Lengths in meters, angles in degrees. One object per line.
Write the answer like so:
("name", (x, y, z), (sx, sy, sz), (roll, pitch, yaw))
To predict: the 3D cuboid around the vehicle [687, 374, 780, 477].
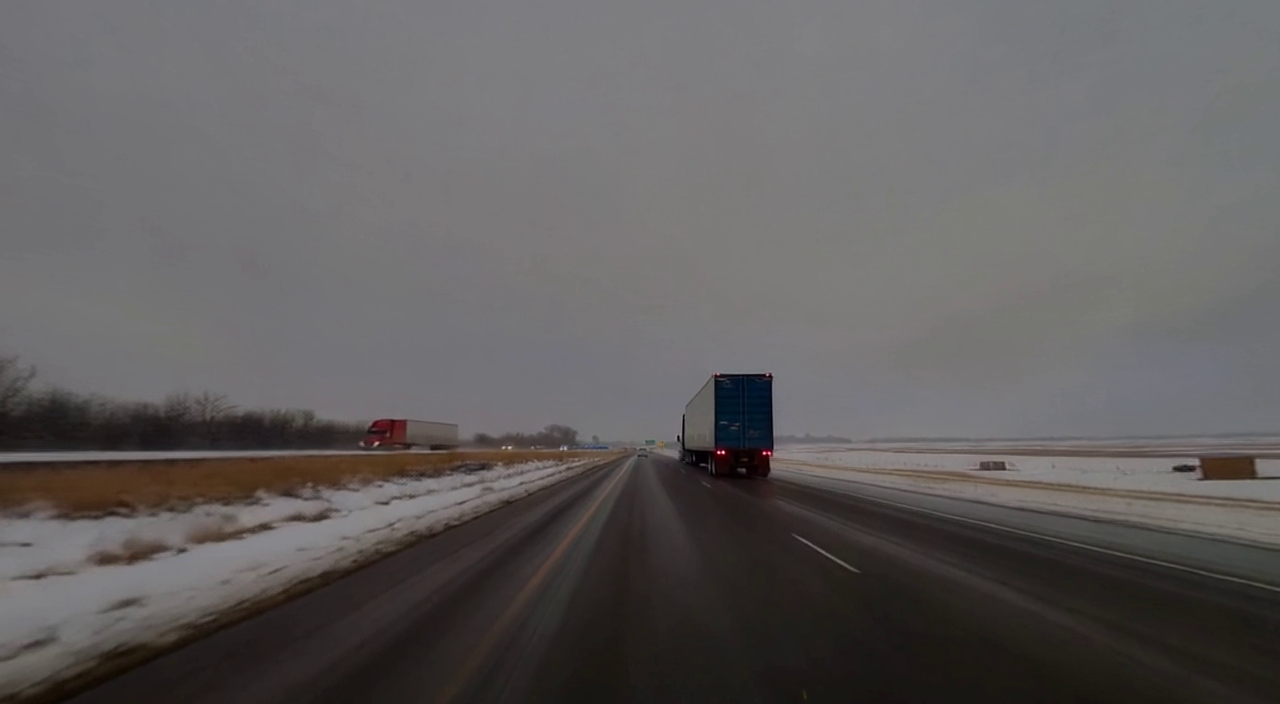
("vehicle", (4.268, 3.953, 32.124), (2.818, 4.206, 12.987), (0, -9, 0))
